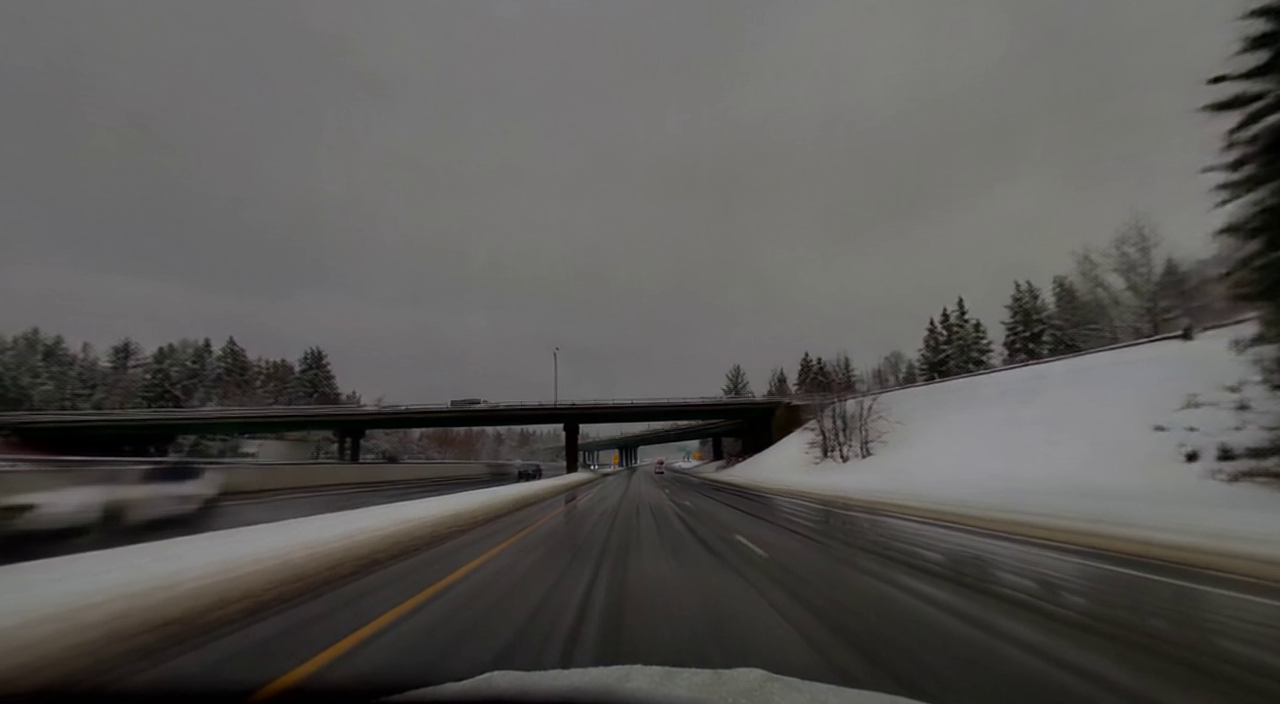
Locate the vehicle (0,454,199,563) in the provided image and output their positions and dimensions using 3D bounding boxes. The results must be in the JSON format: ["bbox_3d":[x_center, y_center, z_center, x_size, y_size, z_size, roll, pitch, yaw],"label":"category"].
[{"bbox_3d":[-9.265,2.360,10.007,1.772,1.400,3.693,1,-10,0],"label":"vehicle"}]
